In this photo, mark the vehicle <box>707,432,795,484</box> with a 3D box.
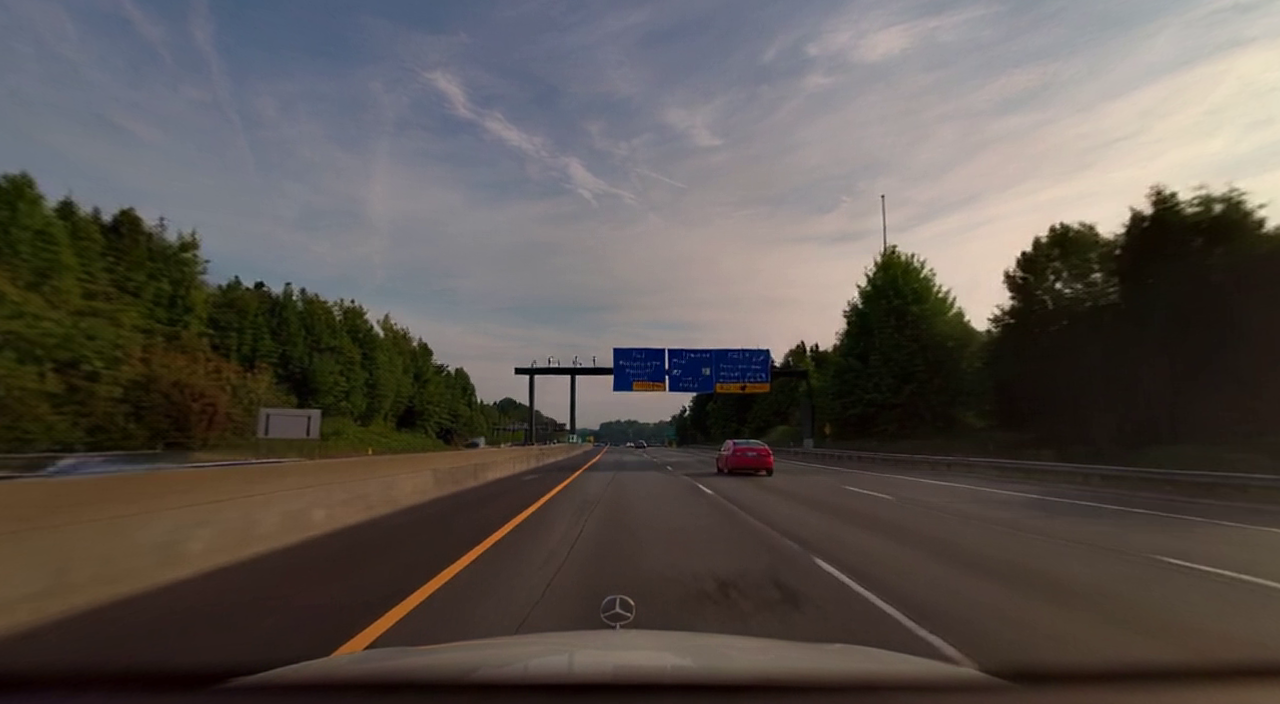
[{"bbox_3d":[3.494,3.429,20.744,1.958,1.526,4.227,0,-8,-2],"label":"vehicle"}]

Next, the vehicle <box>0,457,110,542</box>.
[{"bbox_3d":[-12.865,2.811,11.904,1.951,1.474,4.413,0,-8,-2],"label":"vehicle"}]
